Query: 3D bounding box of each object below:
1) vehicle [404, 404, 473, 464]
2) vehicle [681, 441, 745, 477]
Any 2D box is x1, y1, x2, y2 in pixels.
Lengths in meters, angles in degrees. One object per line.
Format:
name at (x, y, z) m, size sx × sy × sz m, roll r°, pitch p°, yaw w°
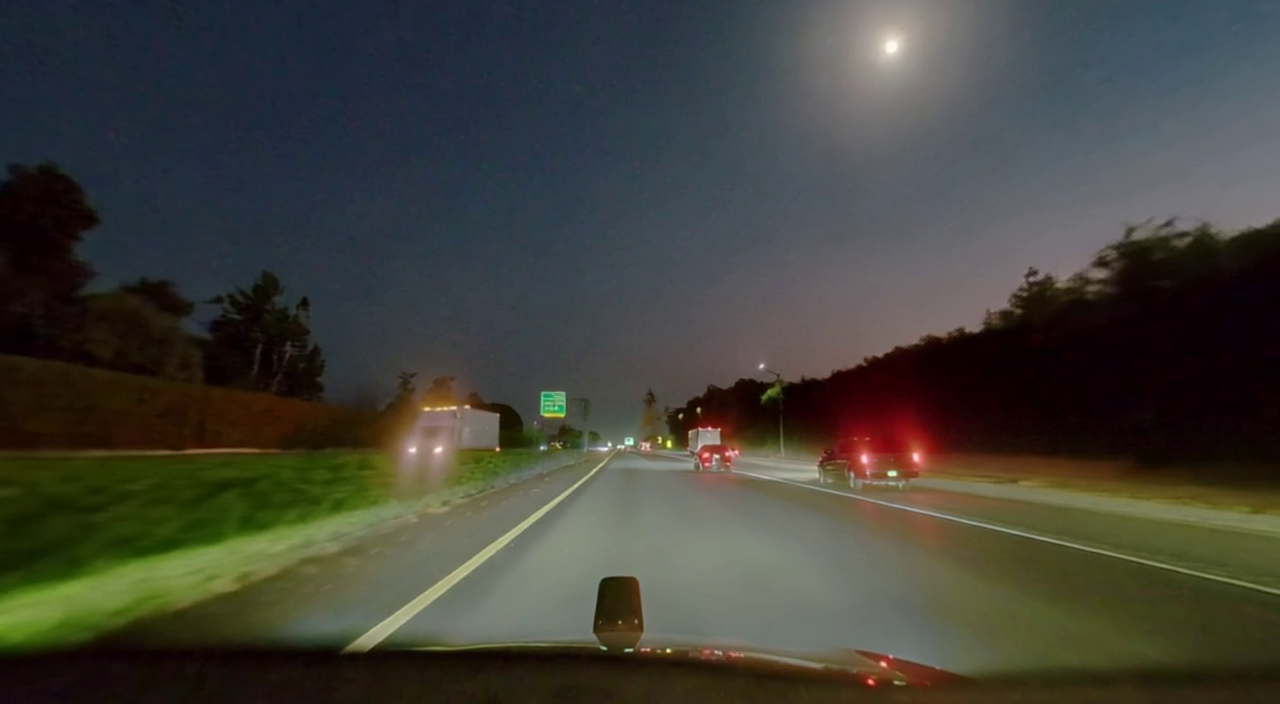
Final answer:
vehicle at (-14.241, 5.909, 44.821) m, size 2.974 × 3.986 × 5.874 m, roll 0°, pitch -8°, yaw -1°
vehicle at (3.291, 4.939, 29.117) m, size 2.244 × 1.498 × 4.338 m, roll 0°, pitch -9°, yaw -3°
